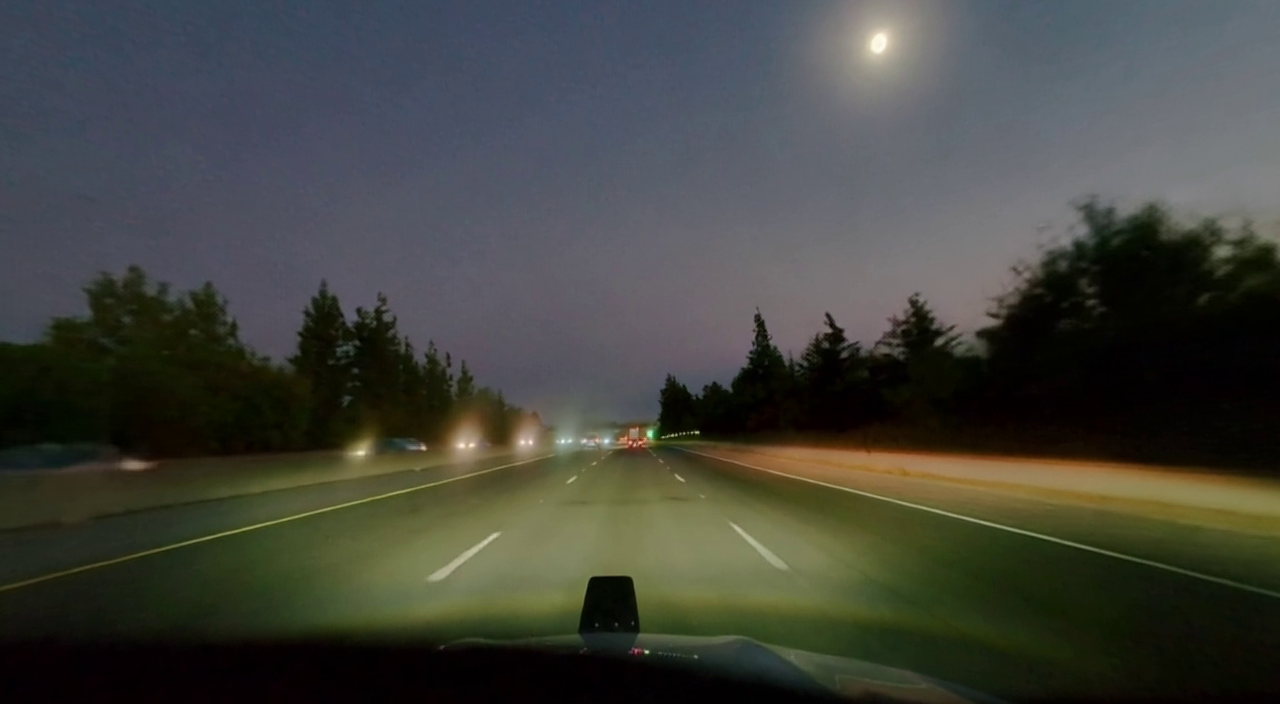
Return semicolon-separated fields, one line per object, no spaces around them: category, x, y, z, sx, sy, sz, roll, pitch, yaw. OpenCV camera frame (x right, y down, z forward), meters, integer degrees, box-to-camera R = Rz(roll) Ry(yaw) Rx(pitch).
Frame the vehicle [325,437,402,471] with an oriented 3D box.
vehicle;-12.706;4.662;29.178;1.810;1.435;3.941;0;-8;-1
